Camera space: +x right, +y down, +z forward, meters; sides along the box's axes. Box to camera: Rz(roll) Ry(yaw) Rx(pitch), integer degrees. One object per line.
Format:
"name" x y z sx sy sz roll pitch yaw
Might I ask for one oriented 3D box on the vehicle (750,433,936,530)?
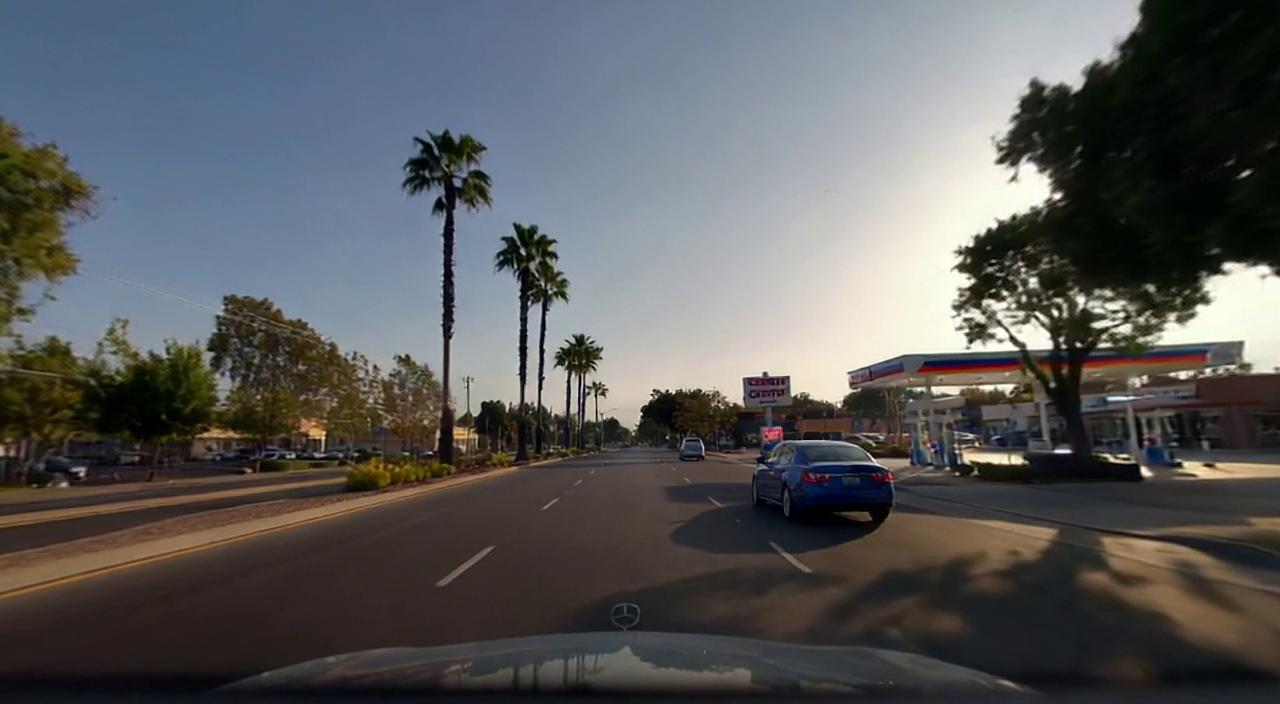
"vehicle" 3.458 2.270 11.737 1.978 1.442 4.262 0 -8 -1
